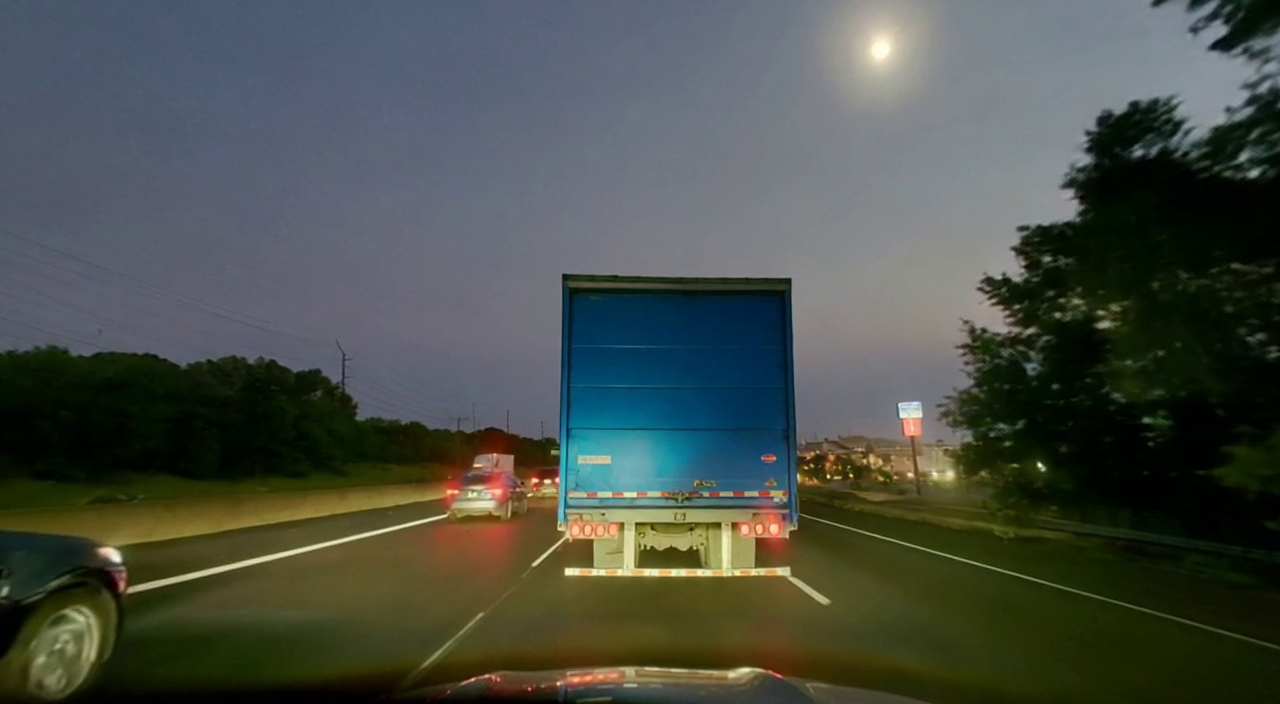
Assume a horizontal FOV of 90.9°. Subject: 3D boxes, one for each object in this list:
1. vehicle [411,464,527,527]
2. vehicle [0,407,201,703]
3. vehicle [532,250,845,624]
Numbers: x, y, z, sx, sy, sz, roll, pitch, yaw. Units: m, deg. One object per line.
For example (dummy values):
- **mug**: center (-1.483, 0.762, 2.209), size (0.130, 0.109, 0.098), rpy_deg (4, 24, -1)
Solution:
- **vehicle**: center (-4.507, 3.864, 17.361), size (1.891, 1.469, 4.431), rpy_deg (1, -11, 0)
- **vehicle**: center (-3.965, 0.813, 1.668), size (1.983, 1.575, 4.973), rpy_deg (1, -11, 0)
- **vehicle**: center (0.596, 1.506, 10.299), size (2.831, 3.529, 8.689), rpy_deg (0, -11, 2)
